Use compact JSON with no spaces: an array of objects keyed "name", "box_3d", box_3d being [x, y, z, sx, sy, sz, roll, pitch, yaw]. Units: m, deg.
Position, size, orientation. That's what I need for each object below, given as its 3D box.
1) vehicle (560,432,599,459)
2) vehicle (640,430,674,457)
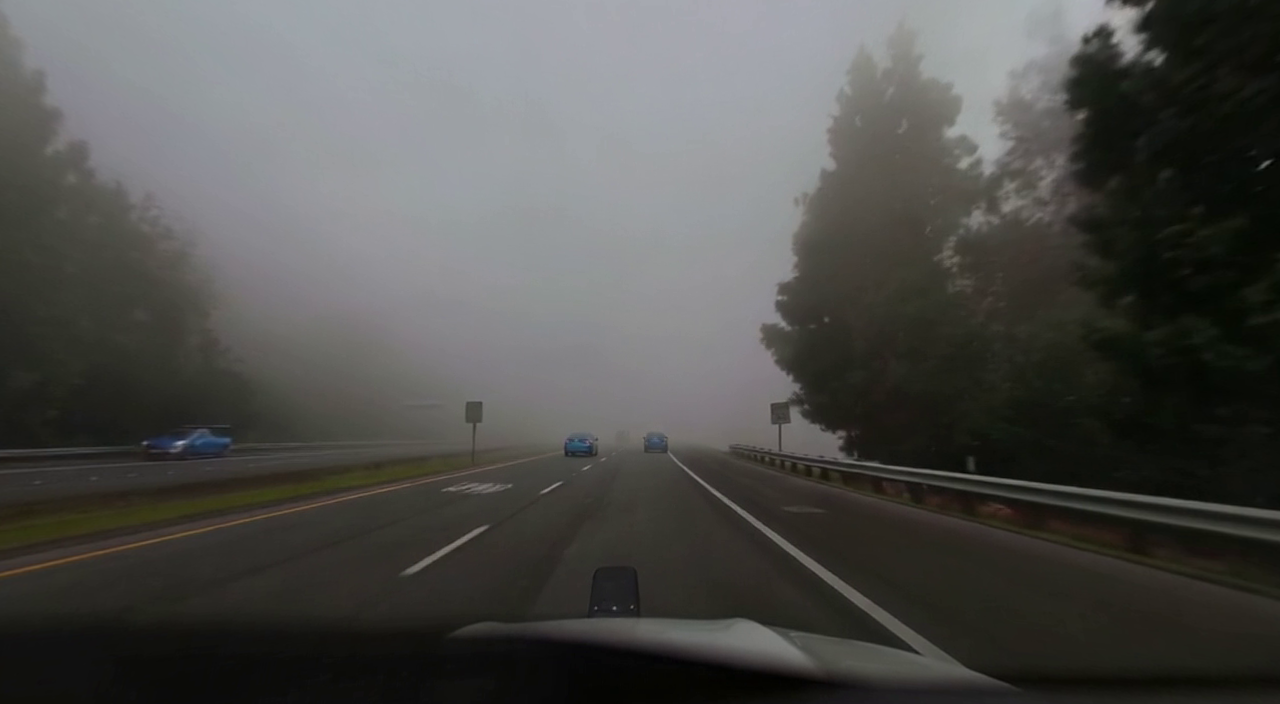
[{"name":"vehicle","box_3d":[-3.529,5.521,37.450,1.950,1.518,3.941,0,-8,0]},{"name":"vehicle","box_3d":[1.024,5.810,40.255,2.041,1.618,3.898,0,-8,0]}]
